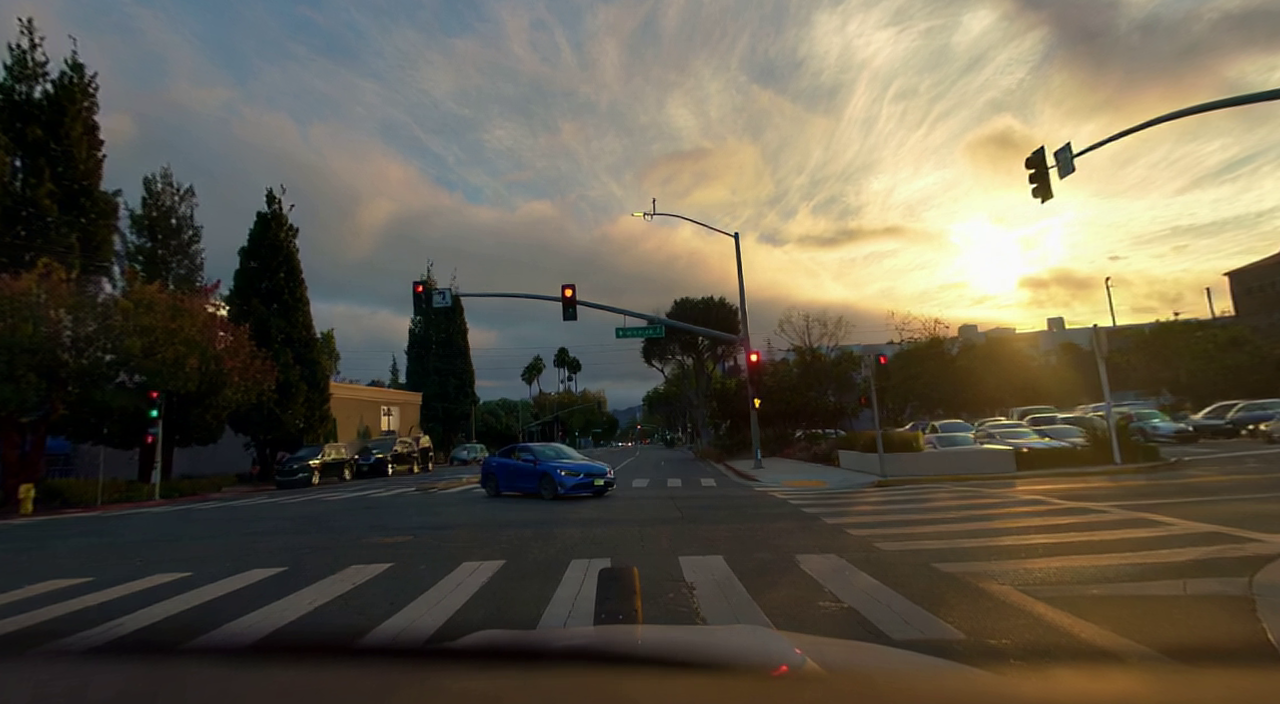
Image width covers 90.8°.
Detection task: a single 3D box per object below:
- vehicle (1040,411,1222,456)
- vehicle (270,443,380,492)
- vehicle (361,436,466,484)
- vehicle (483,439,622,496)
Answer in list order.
[{"bbox_3d":[16.948,2.901,22.112,4.560,1.453,1.851,-3,-9,18],"label":"vehicle"},{"bbox_3d":[-13.771,5.057,28.047,2.306,1.957,4.968,0,-9,-1],"label":"vehicle"},{"bbox_3d":[-10.154,4.913,28.982,2.664,1.940,5.702,0,-9,0],"label":"vehicle"},{"bbox_3d":[-2.752,3.410,19.067,2.071,1.470,4.592,7,-11,-38],"label":"vehicle"}]
